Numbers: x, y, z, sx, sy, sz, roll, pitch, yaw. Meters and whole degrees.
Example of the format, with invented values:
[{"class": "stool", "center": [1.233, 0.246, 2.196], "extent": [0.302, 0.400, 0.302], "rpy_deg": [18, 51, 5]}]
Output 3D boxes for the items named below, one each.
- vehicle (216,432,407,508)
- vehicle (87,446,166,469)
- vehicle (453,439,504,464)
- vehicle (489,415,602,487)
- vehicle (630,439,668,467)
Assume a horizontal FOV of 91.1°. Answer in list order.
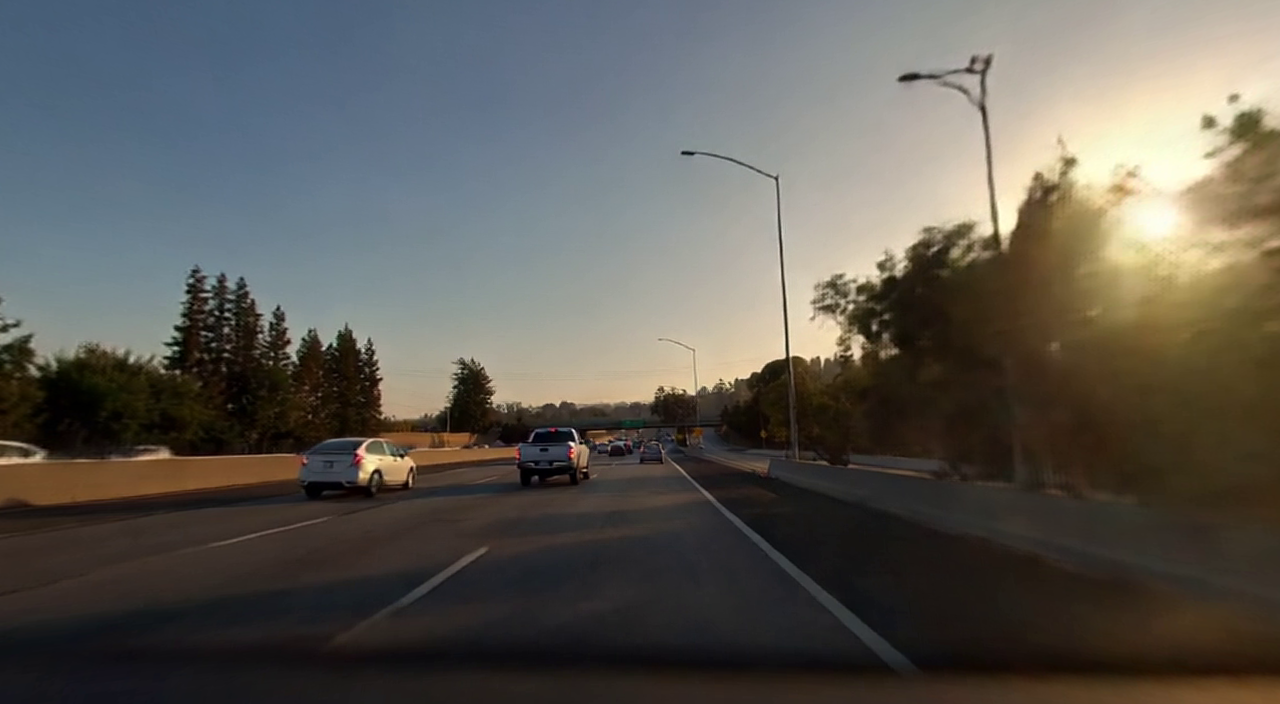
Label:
[{"class": "vehicle", "center": [-7.287, 2.641, 14.583], "extent": [1.964, 1.481, 4.425], "rpy_deg": [0, -8, 1]}, {"class": "vehicle", "center": [-35.726, 7.307, 43.815], "extent": [1.845, 1.466, 4.385], "rpy_deg": [0, -8, -1]}, {"class": "vehicle", "center": [-10.275, 6.349, 40.273], "extent": [1.915, 1.472, 4.502], "rpy_deg": [0, -8, 2]}, {"class": "vehicle", "center": [-2.969, 3.389, 21.691], "extent": [2.815, 2.092, 6.526], "rpy_deg": [0, -8, 1]}, {"class": "vehicle", "center": [0.506, 5.624, 35.275], "extent": [2.013, 1.444, 4.447], "rpy_deg": [0, -8, 1]}]
